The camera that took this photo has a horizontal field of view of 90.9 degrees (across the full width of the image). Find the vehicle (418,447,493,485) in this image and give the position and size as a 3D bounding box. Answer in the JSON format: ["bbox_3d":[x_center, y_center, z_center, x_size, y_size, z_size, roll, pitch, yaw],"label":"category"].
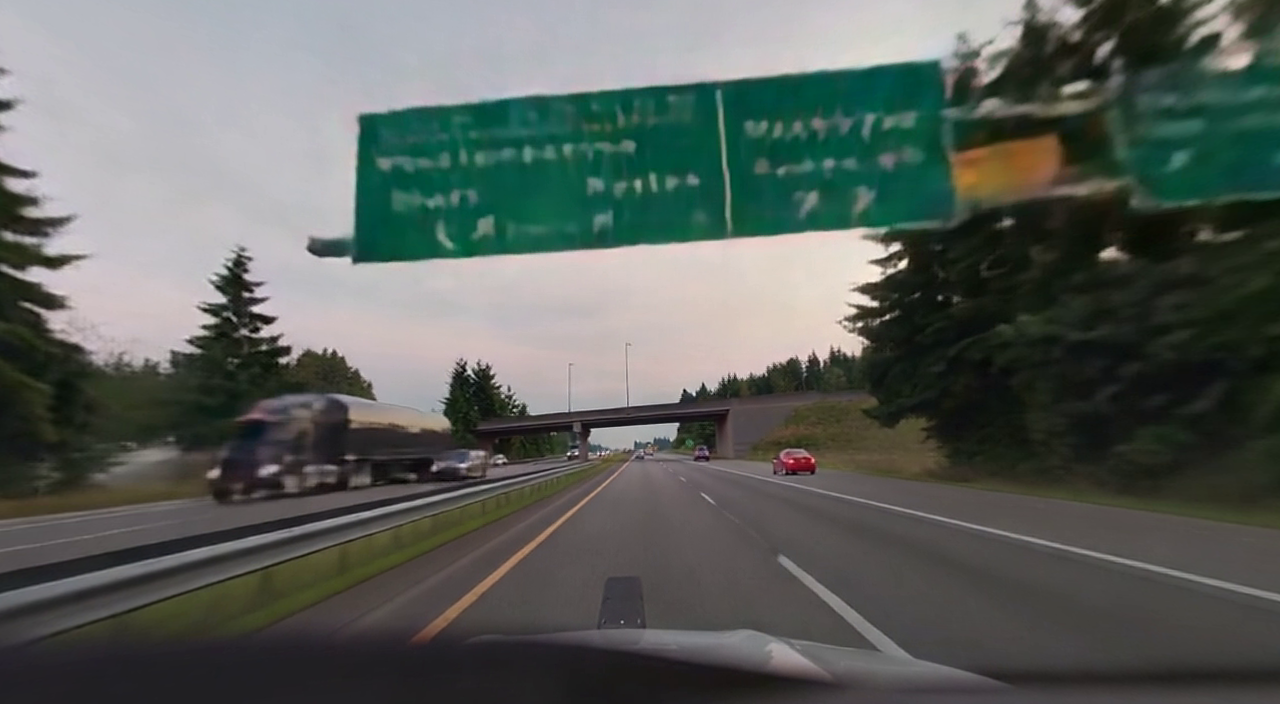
[{"bbox_3d":[-8.673,5.404,30.177,2.123,1.631,4.828,0,-9,0],"label":"vehicle"}]

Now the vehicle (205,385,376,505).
[{"bbox_3d":[-12.926,3.561,24.042,2.986,3.986,5.798,0,-9,0],"label":"vehicle"}]

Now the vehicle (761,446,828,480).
[{"bbox_3d":[7.084,5.142,29.355,1.987,1.473,4.244,0,-9,0],"label":"vehicle"}]
